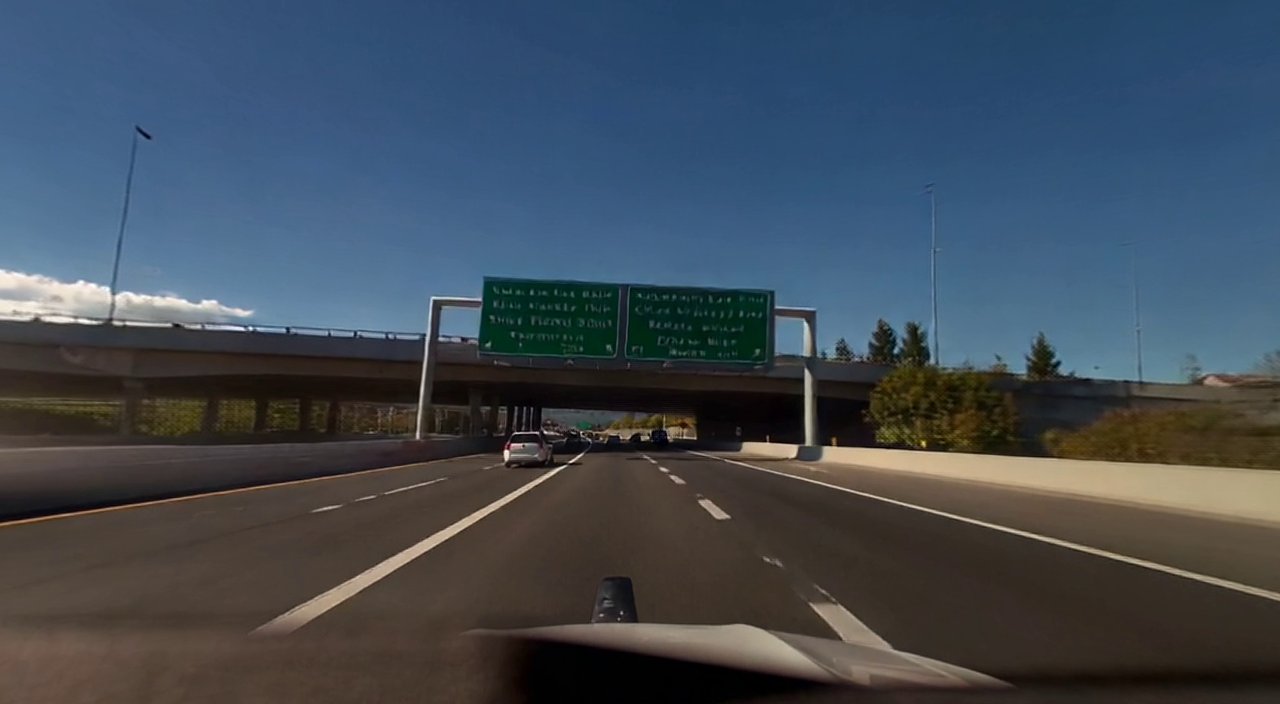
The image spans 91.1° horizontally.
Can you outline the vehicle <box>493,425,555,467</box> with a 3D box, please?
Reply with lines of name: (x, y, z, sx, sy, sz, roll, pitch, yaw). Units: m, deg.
vehicle: (-4.616, 3.809, 25.585, 1.878, 1.548, 3.966, 0, -8, -2)
